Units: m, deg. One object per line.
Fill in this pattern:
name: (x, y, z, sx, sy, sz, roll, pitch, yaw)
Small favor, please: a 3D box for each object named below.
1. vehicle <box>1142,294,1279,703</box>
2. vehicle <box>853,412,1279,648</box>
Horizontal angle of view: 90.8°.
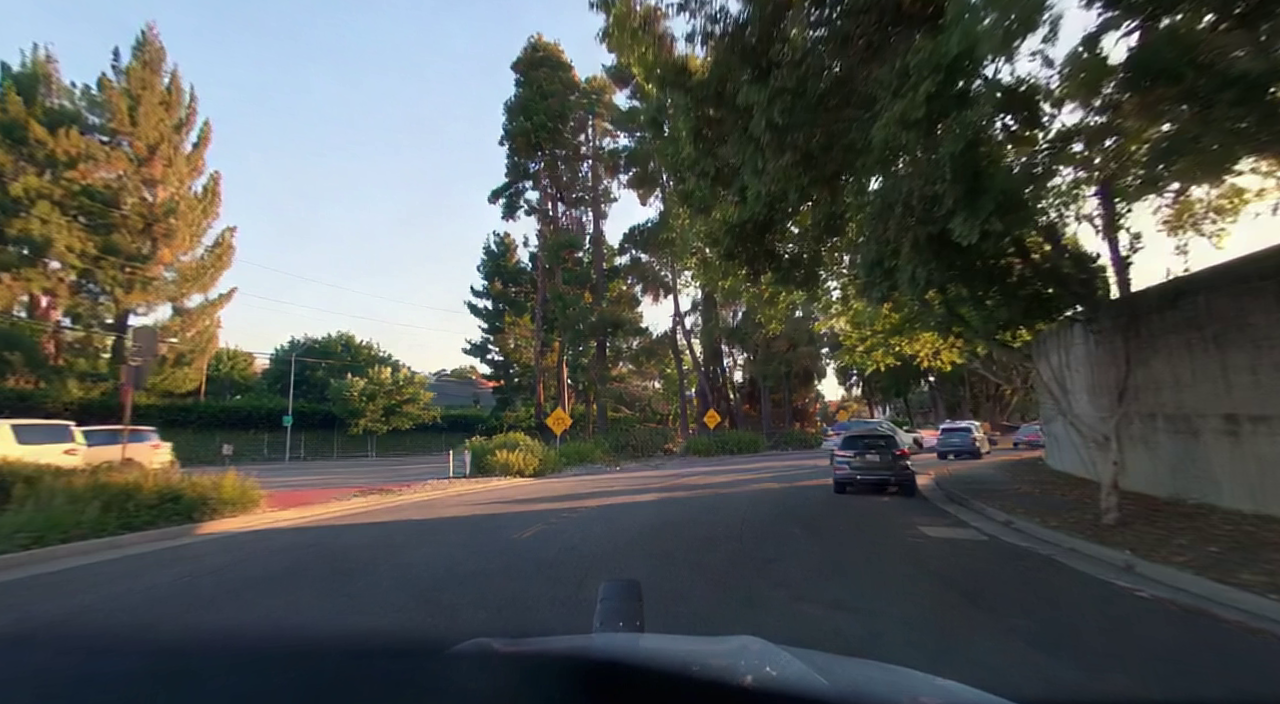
vehicle: (3.204, 0.443, 0.361, 2.176, 1.746, 4.335, 0, -8, -1)
vehicle: (3.550, 1.427, 6.261, 1.877, 1.416, 4.604, -1, -8, 8)
